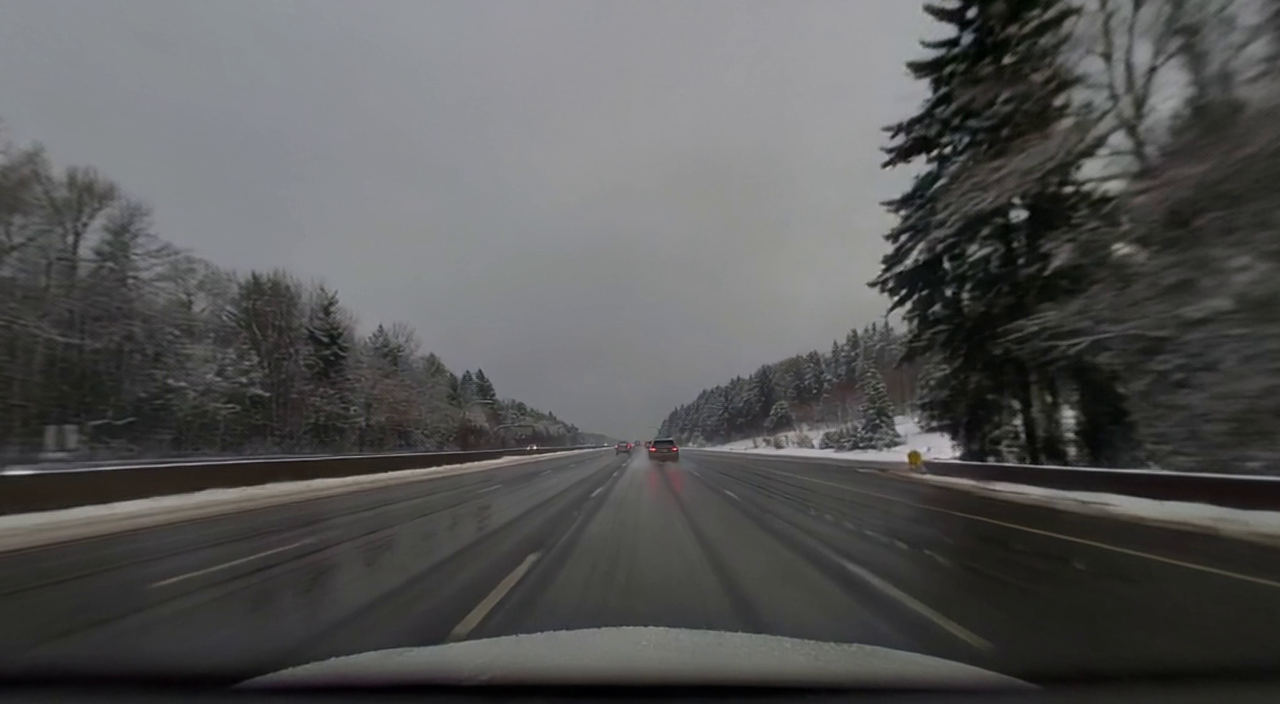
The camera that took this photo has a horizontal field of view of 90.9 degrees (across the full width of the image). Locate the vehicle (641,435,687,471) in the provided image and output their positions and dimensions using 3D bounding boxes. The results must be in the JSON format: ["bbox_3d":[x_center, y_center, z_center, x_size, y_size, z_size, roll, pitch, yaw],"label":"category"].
[{"bbox_3d":[1.188,5.363,33.575,2.260,1.766,4.348,0,-8,0],"label":"vehicle"}]
